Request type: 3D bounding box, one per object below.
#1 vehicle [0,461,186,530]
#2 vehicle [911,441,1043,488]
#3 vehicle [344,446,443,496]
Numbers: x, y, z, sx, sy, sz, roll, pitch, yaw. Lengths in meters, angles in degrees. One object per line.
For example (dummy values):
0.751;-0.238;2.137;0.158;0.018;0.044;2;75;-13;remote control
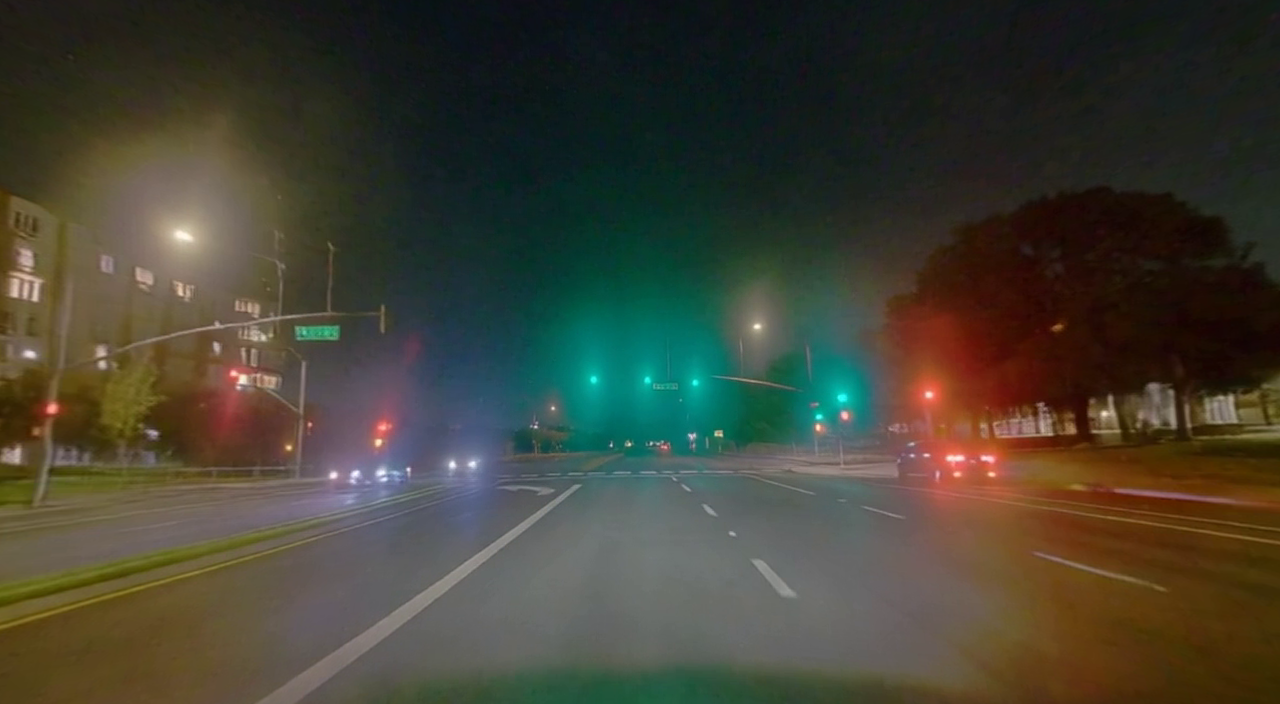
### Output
-15.670;4.033;18.312;1.892;1.631;4.226;0;-9;-1;vehicle
11.640;3.895;22.266;1.955;1.455;4.727;0;-9;-1;vehicle
-9.222;4.447;24.100;2.010;1.682;4.346;0;-9;0;vehicle
